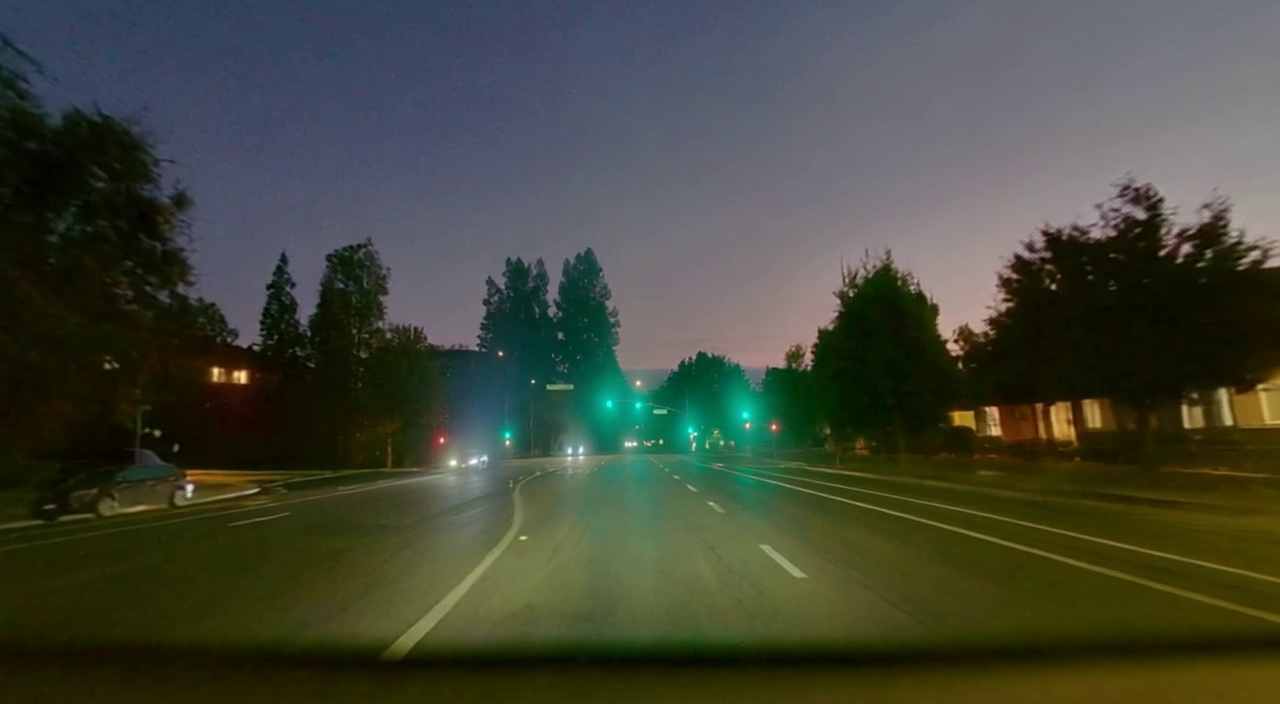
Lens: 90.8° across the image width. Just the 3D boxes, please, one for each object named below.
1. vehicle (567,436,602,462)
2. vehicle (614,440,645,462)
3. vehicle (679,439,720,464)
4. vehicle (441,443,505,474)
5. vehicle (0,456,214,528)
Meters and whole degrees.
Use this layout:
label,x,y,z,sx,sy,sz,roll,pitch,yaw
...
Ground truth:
label,x,y,z,sx,sy,sz,roll,pitch,yaw
vehicle,-4.039,7.158,46.656,2.066,1.756,4.422,0,-8,2
vehicle,-0.664,7.005,44.812,2.075,1.449,4.006,0,-8,1
vehicle,3.762,6.427,40.794,2.133,1.494,4.265,0,-8,-2
vehicle,-8.695,5.585,33.349,2.030,1.495,4.570,0,-8,2
vehicle,-13.315,3.397,15.883,1.992,1.453,4.439,0,-8,2
